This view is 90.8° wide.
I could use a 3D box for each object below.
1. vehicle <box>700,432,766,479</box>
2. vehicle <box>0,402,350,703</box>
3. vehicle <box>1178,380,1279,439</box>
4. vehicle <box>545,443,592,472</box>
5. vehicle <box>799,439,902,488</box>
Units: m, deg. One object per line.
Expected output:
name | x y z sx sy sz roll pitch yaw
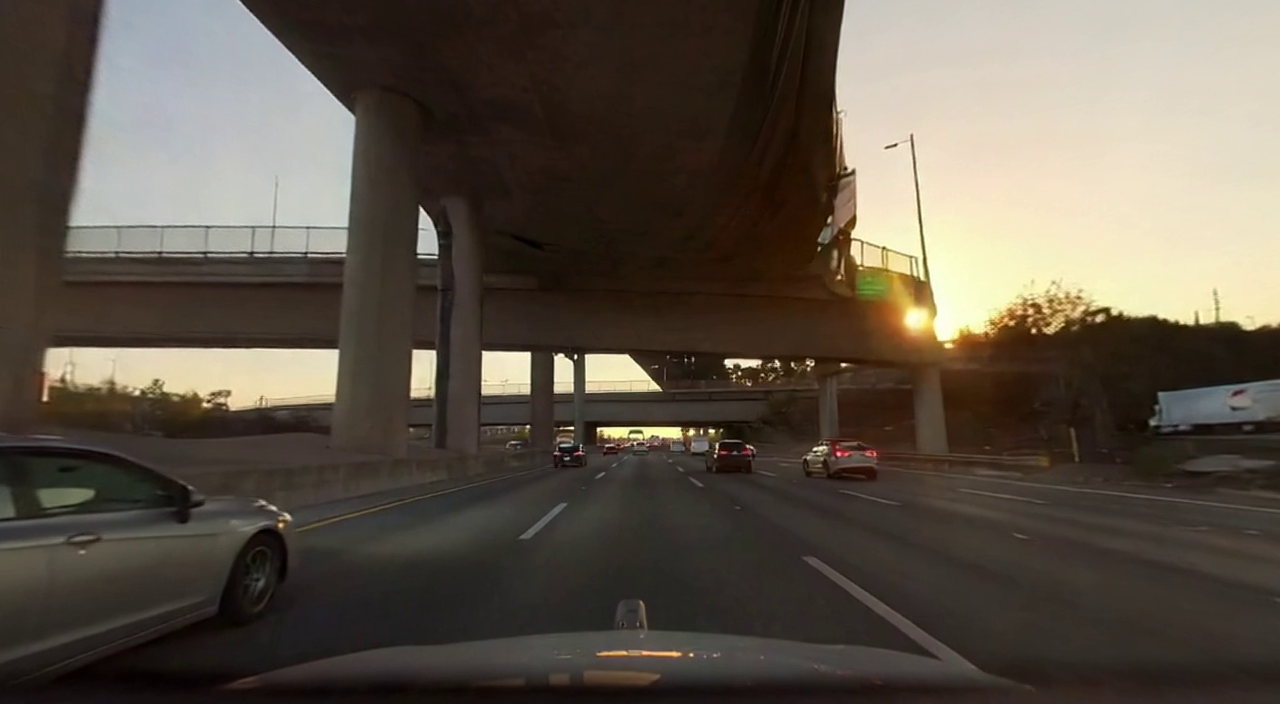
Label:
vehicle | 3.752 4.261 26.213 2.072 1.761 4.242 0 -8 -1
vehicle | -3.618 1.055 3.277 1.997 1.476 4.703 0 -8 0
vehicle | 44.730 4.532 47.065 2.883 3.685 12.599 -3 -9 21
vehicle | -3.827 5.724 34.543 2.047 1.464 4.387 0 -8 0
vehicle | 7.005 3.742 21.573 1.989 1.472 4.322 0 -8 -1
